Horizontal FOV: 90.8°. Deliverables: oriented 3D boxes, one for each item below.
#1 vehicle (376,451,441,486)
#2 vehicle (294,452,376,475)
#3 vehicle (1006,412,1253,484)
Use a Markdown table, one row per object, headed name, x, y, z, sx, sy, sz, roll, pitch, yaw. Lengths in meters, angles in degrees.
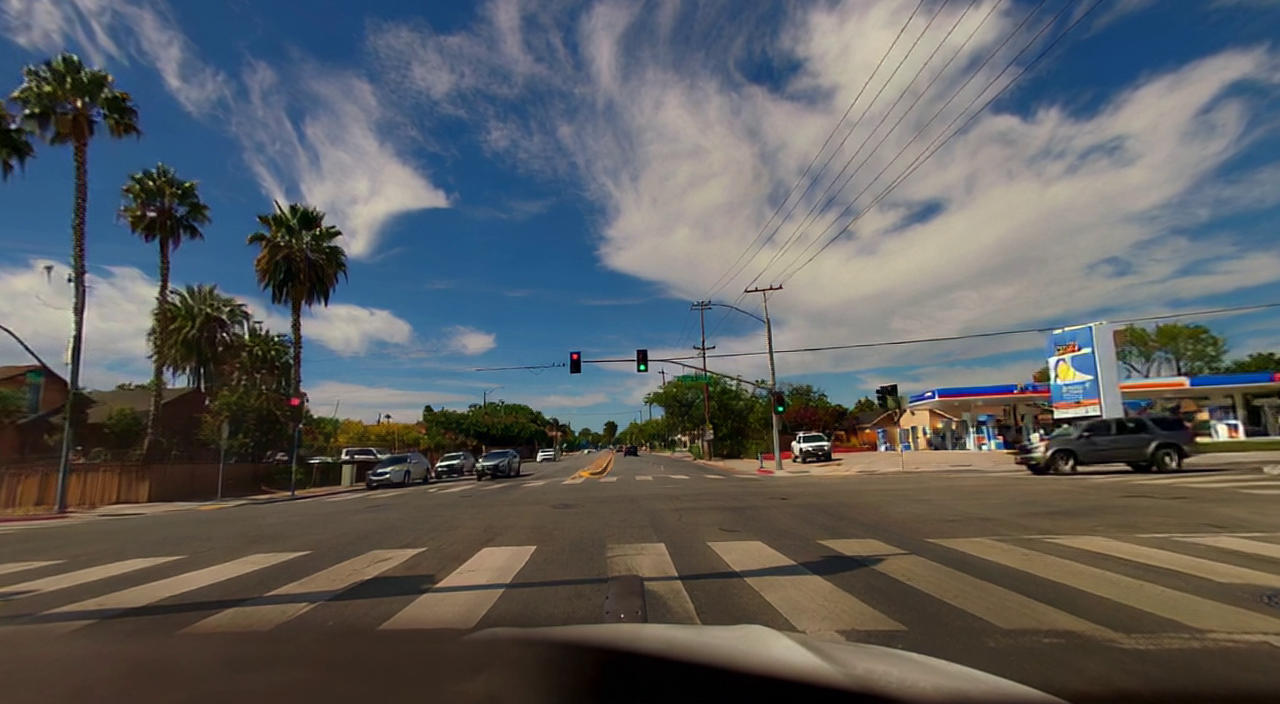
| name | x | y | z | sx | sy | sz | roll | pitch | yaw |
| --- | --- | --- | --- | --- | --- | --- | --- | --- | --- |
| vehicle | -13.052 | 6.554 | 35.945 | 2.009 | 1.777 | 4.559 | 0 | -9 | -1 |
| vehicle | -20.949 | 7.670 | 43.514 | 4.672 | 1.469 | 1.816 | -1 | -9 | -2 |
| vehicle | 13.091 | 2.588 | 17.137 | 5.086 | 1.817 | 1.952 | 0 | -9 | -3 |
